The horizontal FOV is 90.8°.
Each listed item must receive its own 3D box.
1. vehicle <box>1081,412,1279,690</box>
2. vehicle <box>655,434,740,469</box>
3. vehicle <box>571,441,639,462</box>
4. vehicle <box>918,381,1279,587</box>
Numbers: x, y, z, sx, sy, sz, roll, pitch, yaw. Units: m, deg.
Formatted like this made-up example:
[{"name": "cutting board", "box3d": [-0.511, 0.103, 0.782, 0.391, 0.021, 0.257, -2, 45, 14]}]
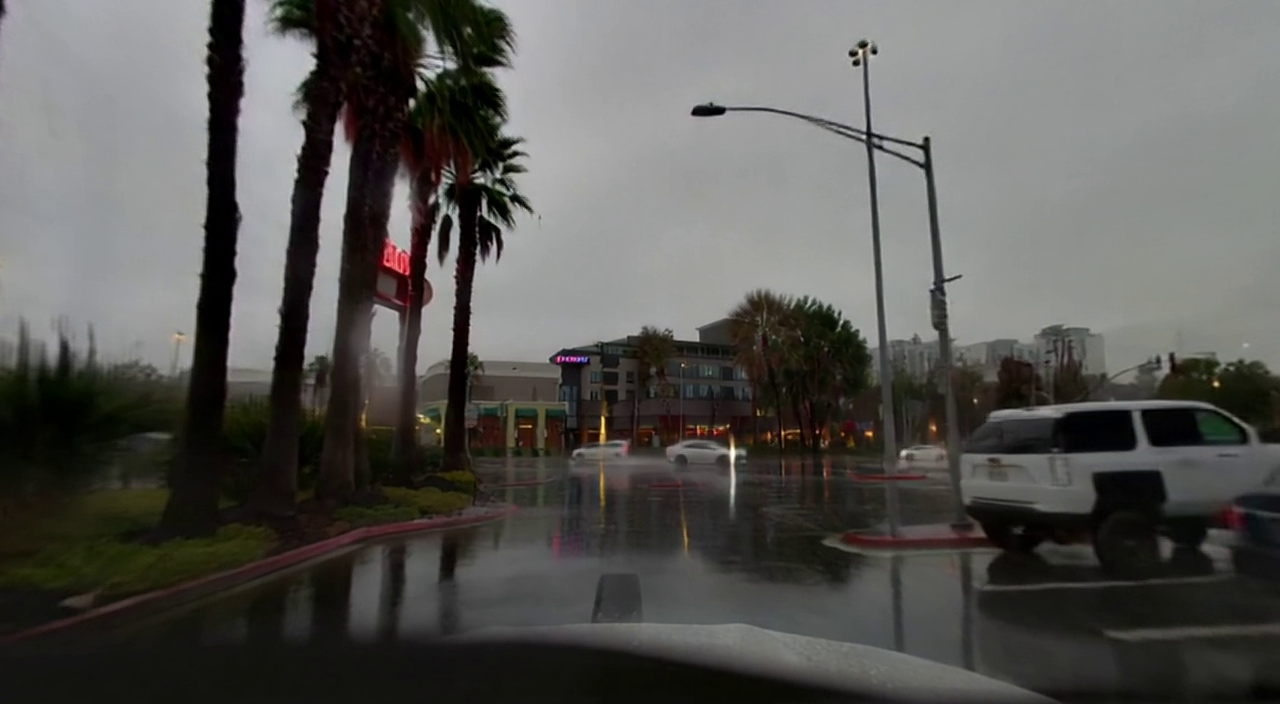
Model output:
[{"name": "vehicle", "box3d": [5.824, 1.128, 3.992, 4.742, 1.506, 1.919, 0, -7, -5]}, {"name": "vehicle", "box3d": [2.954, 5.238, 33.209, 4.211, 1.756, 2.158, 0, -9, -2]}, {"name": "vehicle", "box3d": [-2.491, 7.278, 46.125, 4.850, 1.472, 1.777, 0, -9, -1]}, {"name": "vehicle", "box3d": [5.883, 1.368, 6.990, 4.656, 1.886, 1.915, 0, -9, -3]}]
